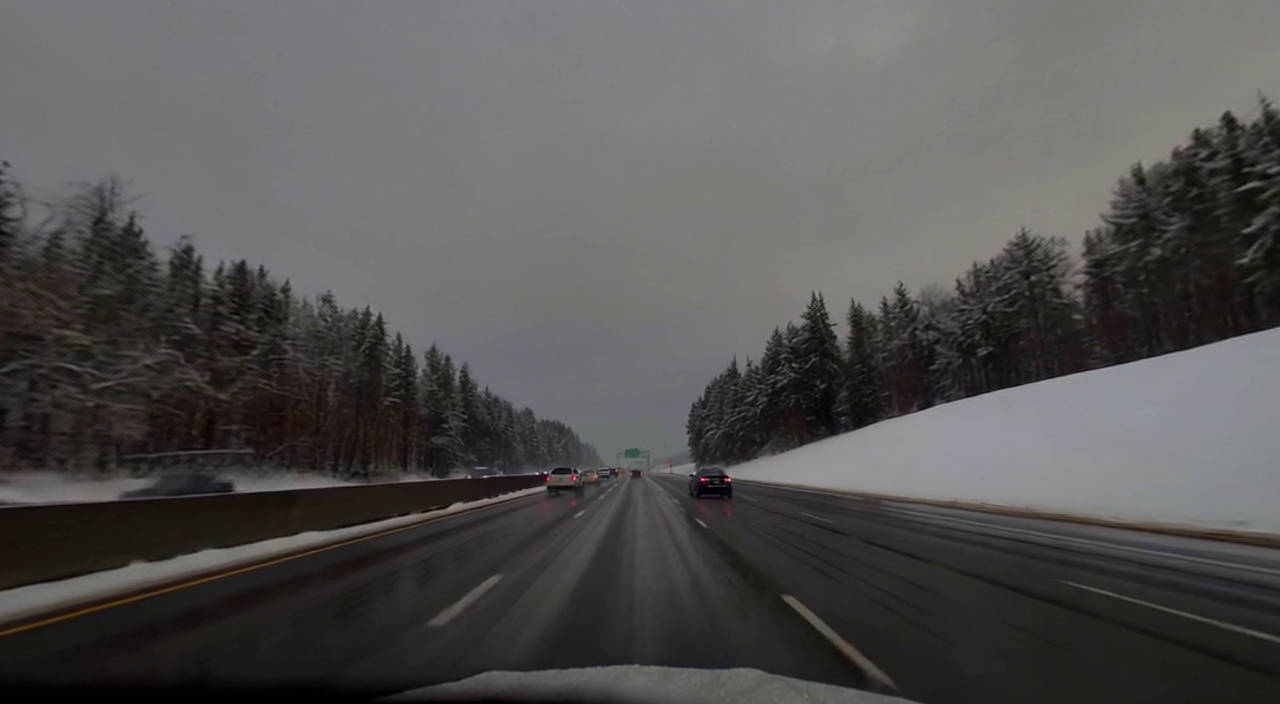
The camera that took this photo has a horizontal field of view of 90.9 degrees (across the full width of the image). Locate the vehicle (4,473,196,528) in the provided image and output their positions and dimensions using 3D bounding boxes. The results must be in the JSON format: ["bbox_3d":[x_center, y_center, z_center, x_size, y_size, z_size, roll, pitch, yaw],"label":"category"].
[{"bbox_3d":[-16.176,4.443,19.289,1.811,1.427,4.503,0,-11,1],"label":"vehicle"}]

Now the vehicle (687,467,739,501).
[{"bbox_3d":[3.521,6.464,31.010,1.981,1.516,4.109,1,-11,-1],"label":"vehicle"}]

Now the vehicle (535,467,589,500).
[{"bbox_3d":[-3.762,6.451,31.194,2.004,1.468,4.812,0,-11,0],"label":"vehicle"}]
